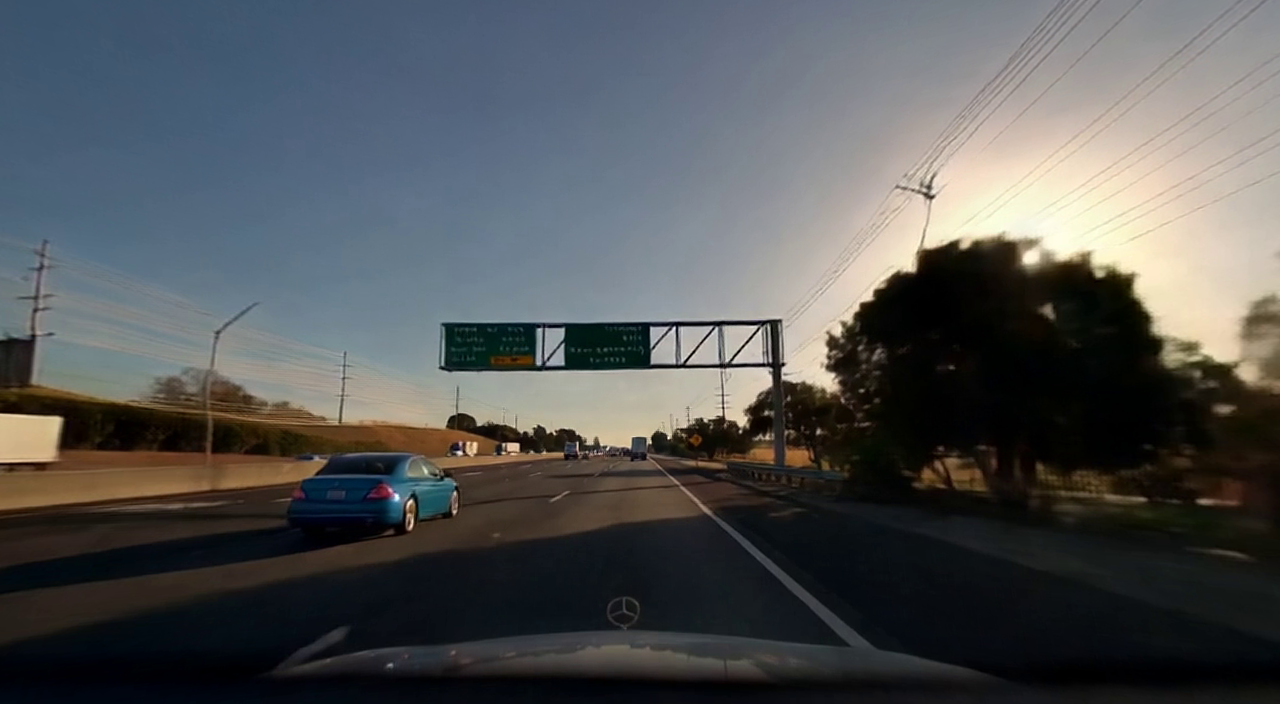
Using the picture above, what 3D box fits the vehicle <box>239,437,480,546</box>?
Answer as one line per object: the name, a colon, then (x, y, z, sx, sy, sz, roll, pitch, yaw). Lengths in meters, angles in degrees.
vehicle: (-4.488, 2.288, 11.057, 2.104, 1.501, 4.459, 0, -9, 1)
